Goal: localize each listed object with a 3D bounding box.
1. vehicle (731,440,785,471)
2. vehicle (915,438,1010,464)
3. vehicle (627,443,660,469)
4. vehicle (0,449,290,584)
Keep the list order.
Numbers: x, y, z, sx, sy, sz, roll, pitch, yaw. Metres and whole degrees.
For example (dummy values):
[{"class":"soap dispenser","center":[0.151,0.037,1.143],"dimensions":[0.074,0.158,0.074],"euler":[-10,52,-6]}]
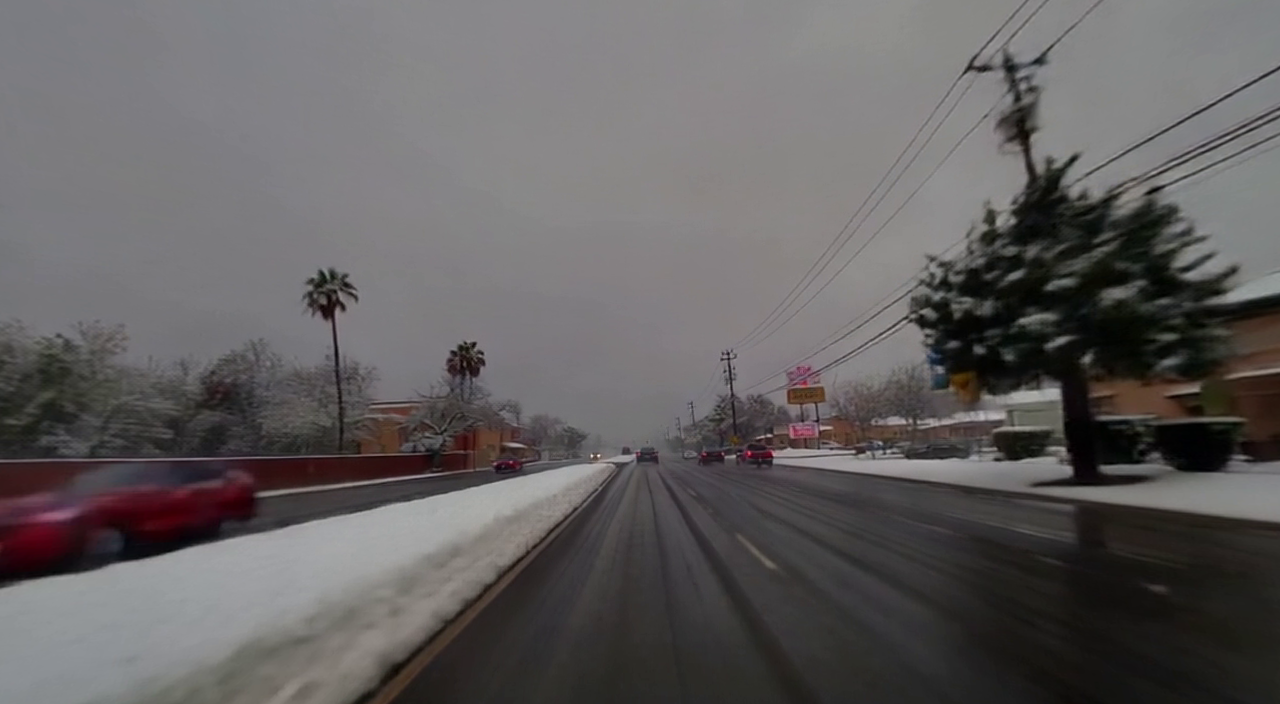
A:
[{"class":"vehicle","center":[6.816,6.034,36.877],"dimensions":[2.252,1.718,4.617],"euler":[0,-9,0]},{"class":"vehicle","center":[19.908,6.142,39.065],"dimensions":[4.768,1.512,1.986],"euler":[0,-9,1]},{"class":"vehicle","center":[0.262,7.103,43.112],"dimensions":[2.138,1.702,4.168],"euler":[0,-9,1]},{"class":"vehicle","center":[-7.753,2.273,9.684],"dimensions":[1.959,1.535,4.707],"euler":[0,-9,1]}]
